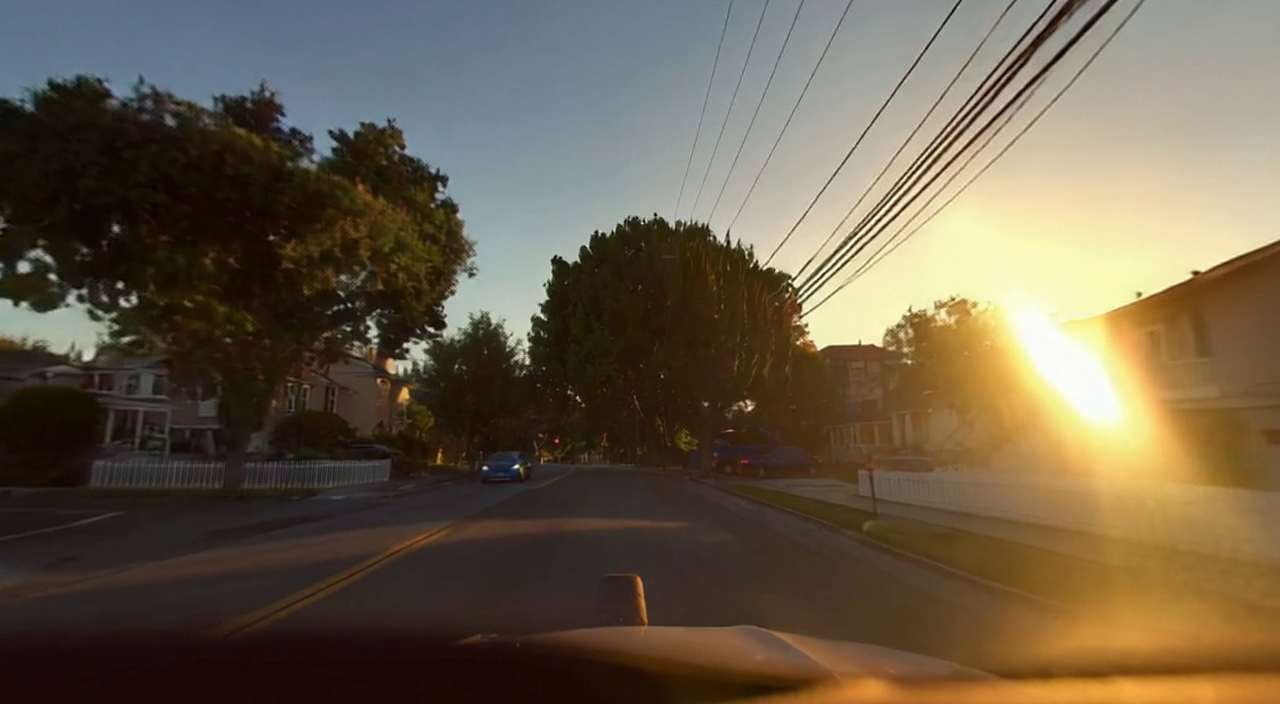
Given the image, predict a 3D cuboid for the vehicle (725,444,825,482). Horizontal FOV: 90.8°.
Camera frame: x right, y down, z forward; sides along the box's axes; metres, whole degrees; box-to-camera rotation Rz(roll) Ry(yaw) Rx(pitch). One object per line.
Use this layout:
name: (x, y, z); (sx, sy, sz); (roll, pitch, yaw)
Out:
vehicle: (6.609, 5.456, 31.287); (4.412, 1.565, 1.957); (-3, -9, -2)

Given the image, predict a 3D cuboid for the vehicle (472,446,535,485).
vehicle: (-5.636, 4.710, 26.597); (1.892, 1.501, 4.335); (0, -8, -3)

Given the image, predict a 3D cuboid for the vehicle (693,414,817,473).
vehicle: (7.261, 5.902, 40.477); (7.115, 3.010, 2.378); (-4, -11, -9)
